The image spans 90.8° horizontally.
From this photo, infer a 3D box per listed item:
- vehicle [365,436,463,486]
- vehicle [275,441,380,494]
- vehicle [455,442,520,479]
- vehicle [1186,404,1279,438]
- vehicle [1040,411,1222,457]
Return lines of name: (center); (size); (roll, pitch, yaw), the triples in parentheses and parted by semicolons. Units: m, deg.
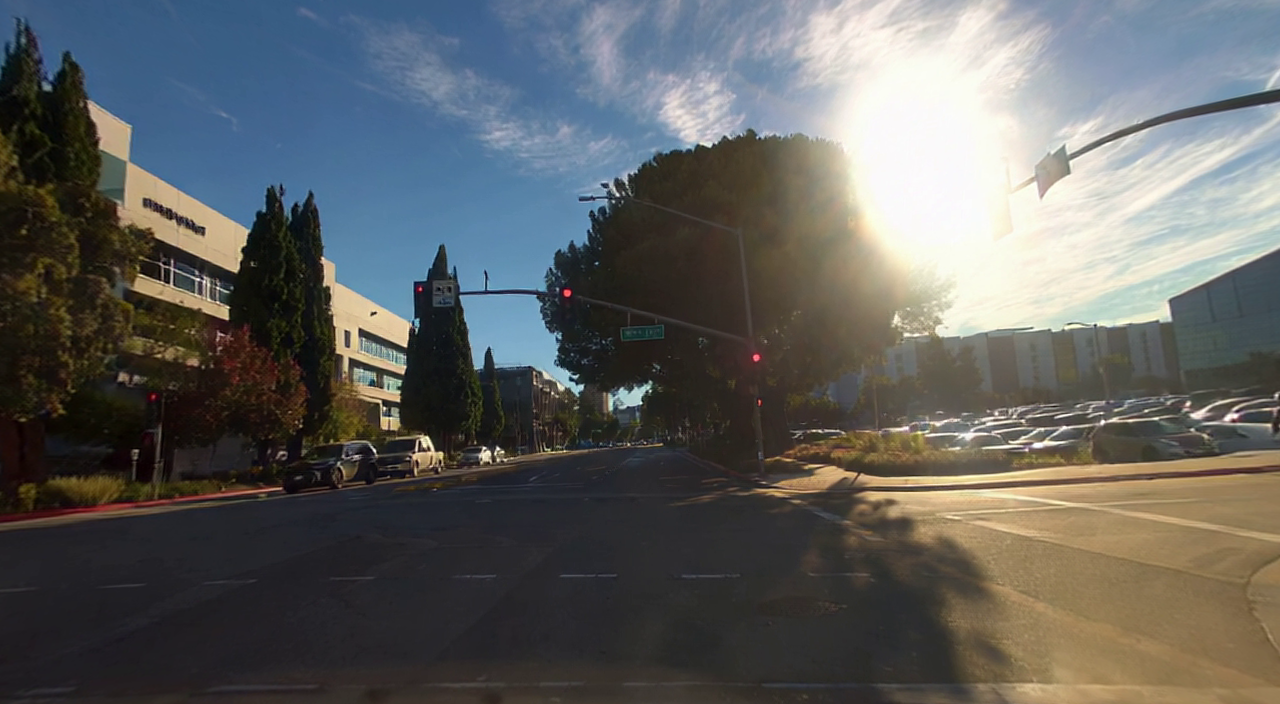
vehicle: (-10.171, 4.956, 29.059); (2.475, 1.940, 5.702); (-3, -9, 0)
vehicle: (-13.728, 5.063, 28.149); (2.251, 1.957, 4.968); (-4, -9, -1)
vehicle: (-6.982, 4.995, 29.323); (2.024, 1.470, 4.153); (-3, -9, -1)
vehicle: (34.911, 4.028, 36.651); (4.326, 1.511, 1.725); (-8, -9, 17)
vehicle: (16.926, 2.906, 22.099); (4.560, 1.453, 1.851); (-3, -9, 18)
